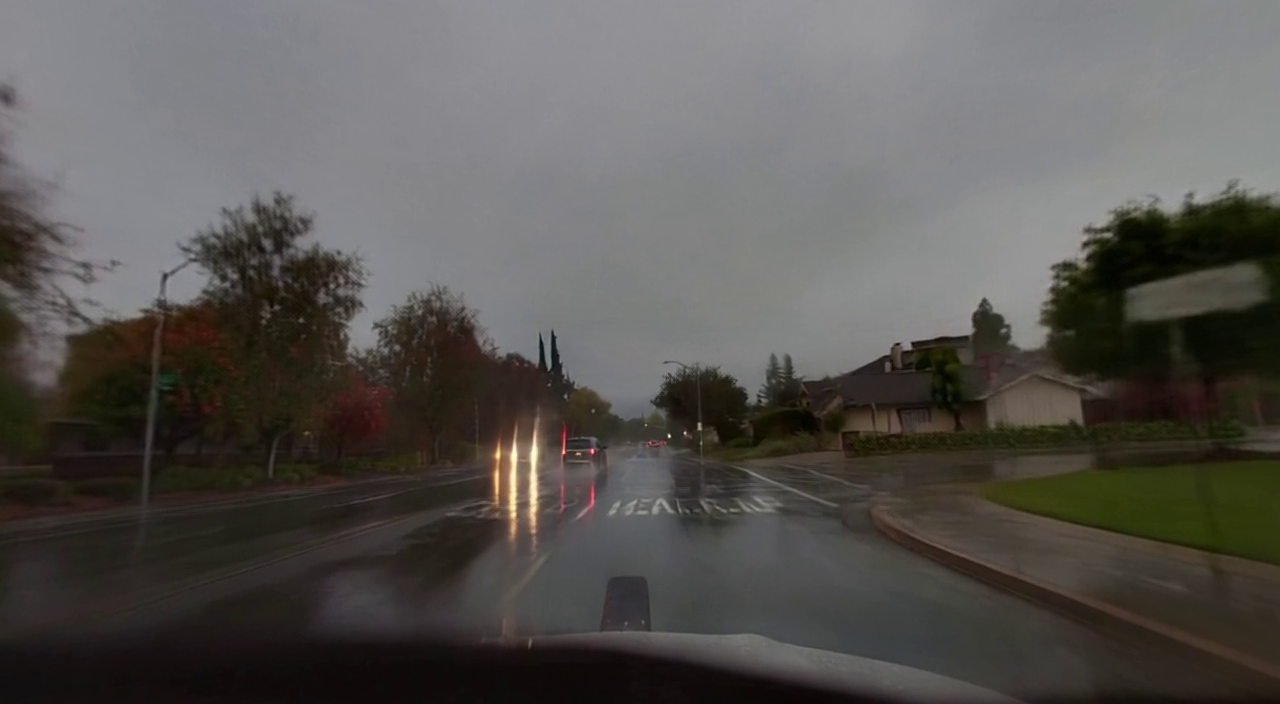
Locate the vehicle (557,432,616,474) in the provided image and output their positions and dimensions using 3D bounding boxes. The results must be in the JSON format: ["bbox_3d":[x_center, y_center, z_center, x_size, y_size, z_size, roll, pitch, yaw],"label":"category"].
[{"bbox_3d":[-2.358,4.623,28.981,2.190,1.766,4.394,0,-8,1],"label":"vehicle"}]

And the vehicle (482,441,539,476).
[{"bbox_3d":[-6.180,5.142,30.611,1.972,1.514,4.241,1,-9,-2],"label":"vehicle"}]
